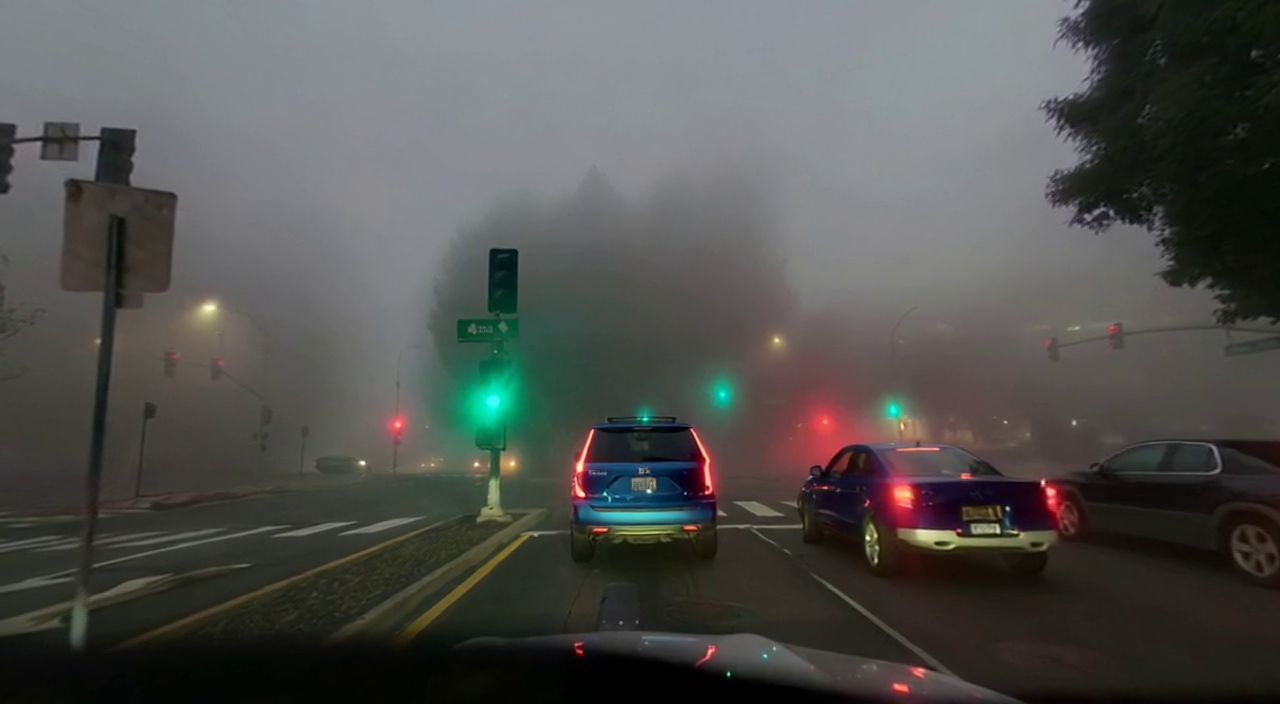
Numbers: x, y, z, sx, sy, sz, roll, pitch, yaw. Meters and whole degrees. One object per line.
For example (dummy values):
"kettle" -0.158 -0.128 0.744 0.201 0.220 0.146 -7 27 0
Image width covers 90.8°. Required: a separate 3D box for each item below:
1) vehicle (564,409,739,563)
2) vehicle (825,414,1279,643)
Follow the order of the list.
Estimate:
"vehicle" 0.064 1.894 9.628 2.085 1.807 4.038 0 -8 -2
"vehicle" 3.615 1.555 6.674 1.899 1.572 4.425 0 -8 -1
